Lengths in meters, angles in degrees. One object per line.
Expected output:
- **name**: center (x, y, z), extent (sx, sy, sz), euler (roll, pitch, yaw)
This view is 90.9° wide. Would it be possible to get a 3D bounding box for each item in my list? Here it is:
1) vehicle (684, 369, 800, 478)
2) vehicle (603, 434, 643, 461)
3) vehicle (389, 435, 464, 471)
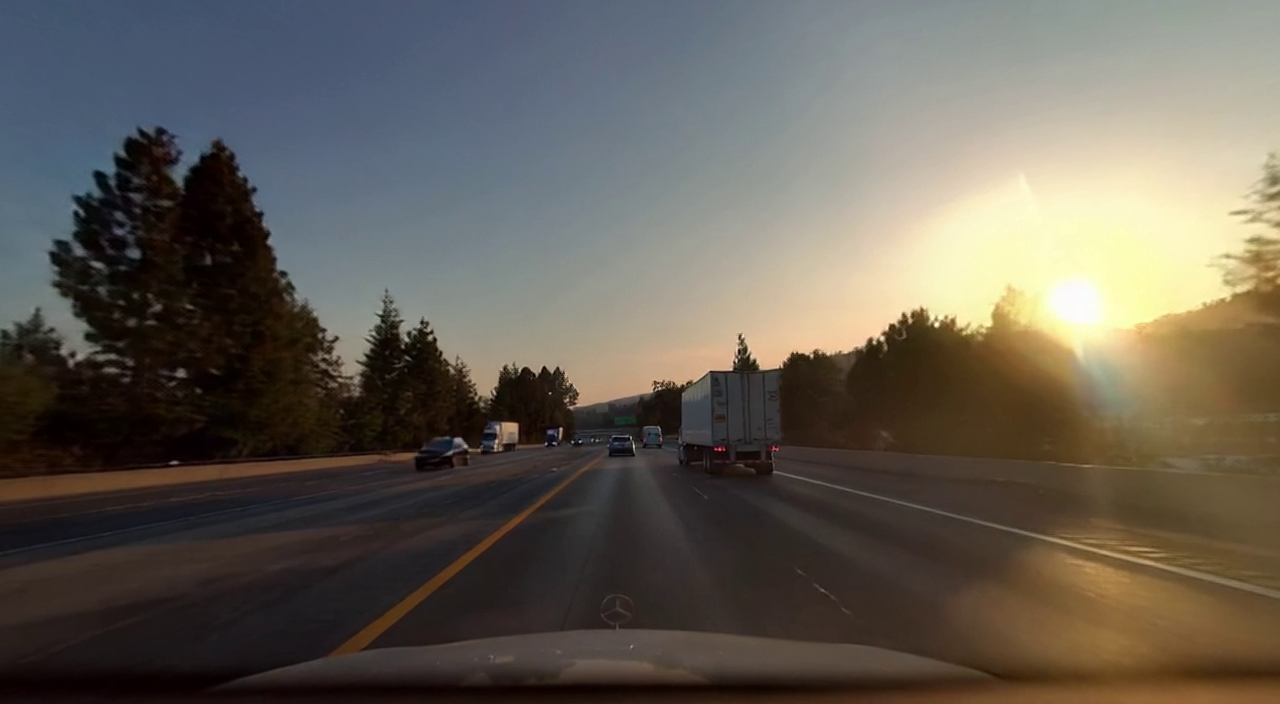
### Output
- **vehicle**: center (3.616, 2.860, 24.728), extent (2.921, 3.526, 8.207), euler (0, -8, -2)
- **vehicle**: center (-1.009, 5.630, 37.431), extent (2.259, 1.466, 3.693), euler (0, -8, -1)
- **vehicle**: center (-9.602, 4.561, 28.739), extent (1.910, 1.492, 4.302), euler (0, -8, -1)
